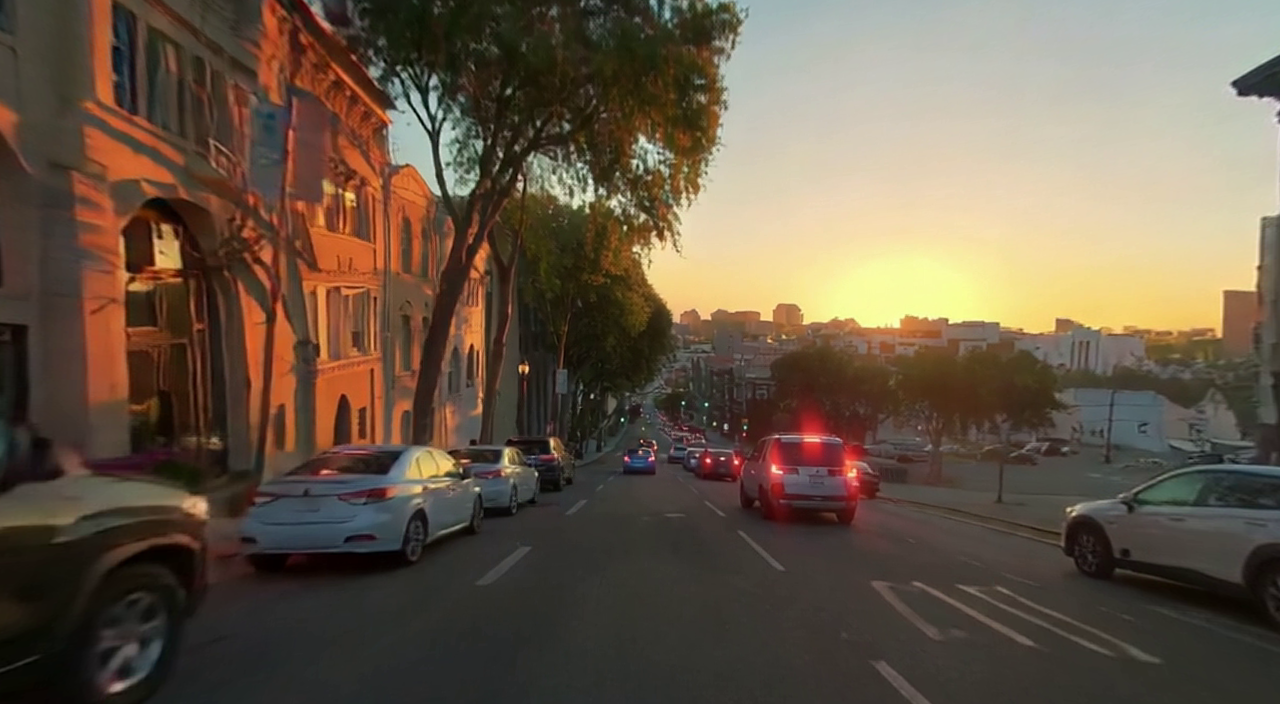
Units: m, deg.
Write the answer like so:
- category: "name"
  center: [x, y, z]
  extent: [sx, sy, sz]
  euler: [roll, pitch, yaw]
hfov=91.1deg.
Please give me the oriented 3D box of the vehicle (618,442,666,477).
- category: "vehicle"
  center: [0.112, 4.833, 28.544]
  extent: [2.007, 1.460, 3.923]
  euler: [0, -8, 1]

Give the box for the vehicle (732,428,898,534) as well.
- category: "vehicle"
  center: [3.194, 2.452, 12.569]
  extent: [2.002, 1.707, 4.547]
  euler: [0, -8, 0]

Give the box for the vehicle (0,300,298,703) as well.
- category: "vehicle"
  center: [-3.413, 0.613, 1.477]
  extent: [2.142, 1.832, 5.373]
  euler: [0, -8, 0]

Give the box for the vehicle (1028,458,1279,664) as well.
- category: "vehicle"
  center: [6.302, 1.973, 6.536]
  extent: [1.913, 1.624, 4.116]
  euler: [0, -8, 1]

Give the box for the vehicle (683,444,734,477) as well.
- category: "vehicle"
  center: [3.288, 5.313, 30.963]
  extent: [1.966, 1.475, 4.528]
  euler: [0, -8, -1]

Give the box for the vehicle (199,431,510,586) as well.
- category: "vehicle"
  center: [-3.233, 1.838, 8.320]
  extent: [1.863, 1.466, 4.416]
  euler: [0, -8, 3]
